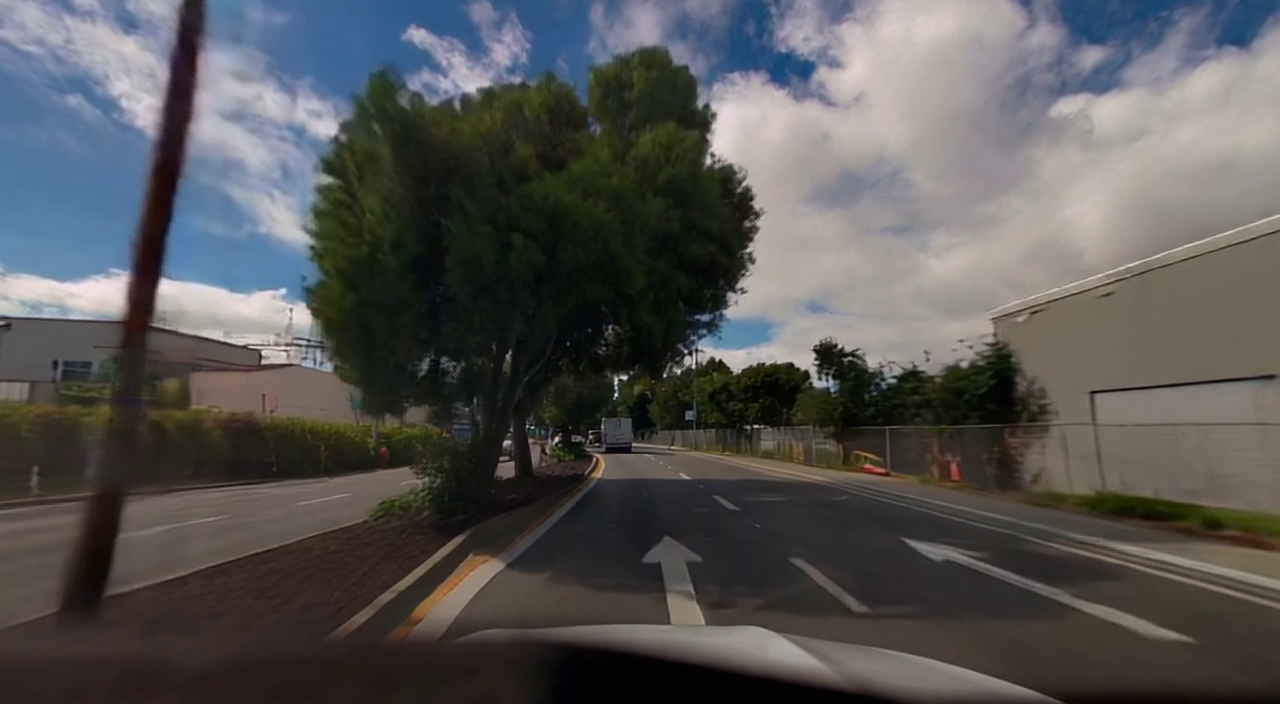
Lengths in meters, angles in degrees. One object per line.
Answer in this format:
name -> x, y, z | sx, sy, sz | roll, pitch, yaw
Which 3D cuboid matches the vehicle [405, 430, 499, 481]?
vehicle -> -6.473, 3.595, 22.205 | 2.120, 1.610, 3.917 | 0, -8, -1
